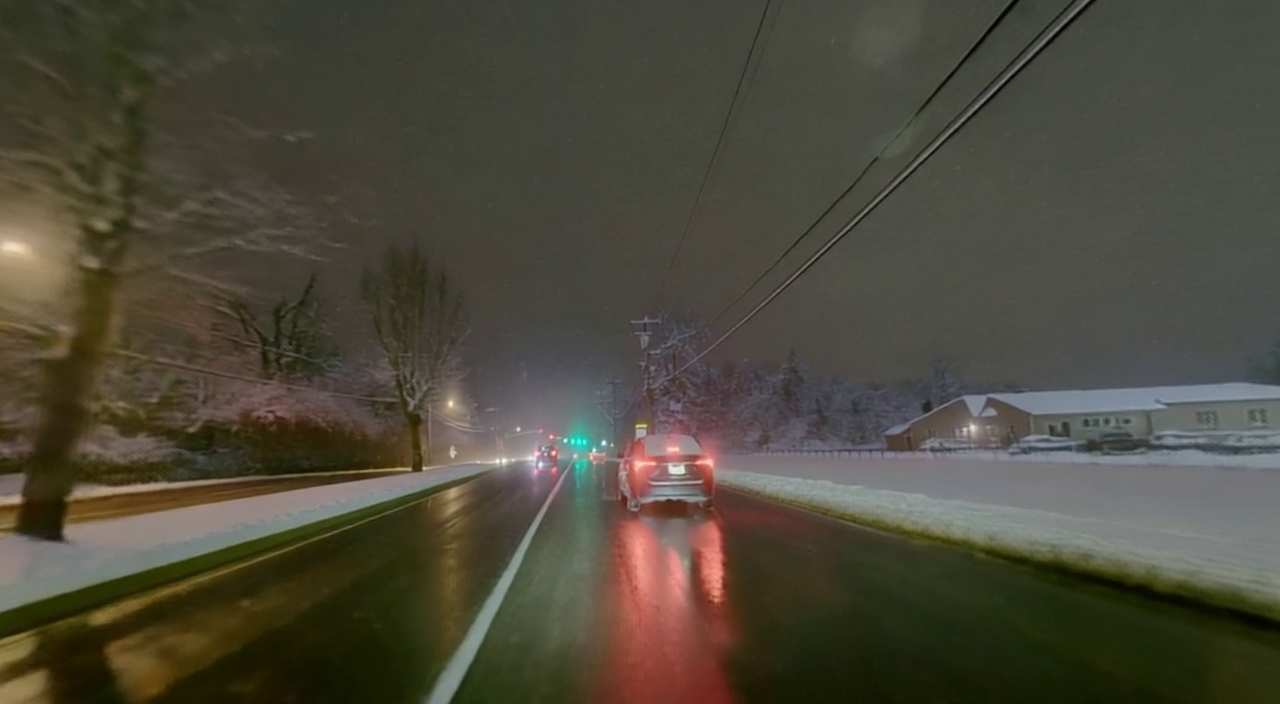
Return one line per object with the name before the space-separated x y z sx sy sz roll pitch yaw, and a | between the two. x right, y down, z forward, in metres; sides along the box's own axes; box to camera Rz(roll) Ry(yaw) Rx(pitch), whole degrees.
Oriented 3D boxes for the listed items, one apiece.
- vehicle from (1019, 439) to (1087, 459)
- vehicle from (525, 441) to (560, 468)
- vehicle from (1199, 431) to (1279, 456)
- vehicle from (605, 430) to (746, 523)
vehicle | 32.613 7.666 49.877 1.867 1.471 4.788 0 -9 -4
vehicle | -6.762 7.150 44.161 2.189 1.776 4.342 0 -9 -6
vehicle | 43.216 6.527 44.940 1.838 1.677 4.747 1 -9 -6
vehicle | 0.506 2.576 13.659 2.235 1.597 4.918 1 -9 -6
